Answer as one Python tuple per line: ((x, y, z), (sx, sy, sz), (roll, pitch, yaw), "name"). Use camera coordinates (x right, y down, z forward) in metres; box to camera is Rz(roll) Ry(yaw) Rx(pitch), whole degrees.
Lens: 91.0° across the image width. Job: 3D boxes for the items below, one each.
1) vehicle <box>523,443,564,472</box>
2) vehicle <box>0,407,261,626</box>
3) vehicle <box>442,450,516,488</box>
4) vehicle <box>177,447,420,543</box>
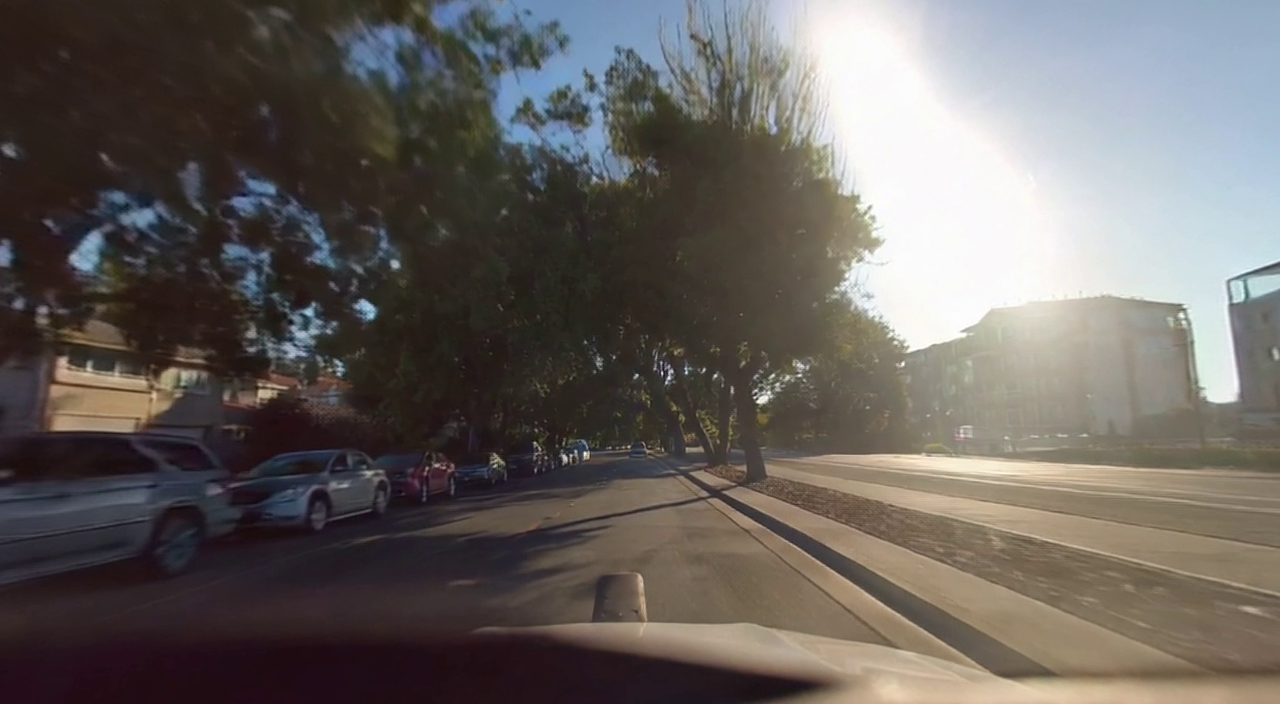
((-6.744, 7.461, 44.578), (2.249, 1.884, 4.784), (2, -9, -2), "vehicle")
((-6.441, 1.524, 6.277), (2.020, 1.842, 5.116), (1, -9, 1), "vehicle")
((-6.813, 4.976, 27.091), (2.056, 1.477, 4.318), (0, -9, -1), "vehicle")
((-6.490, 2.723, 12.895), (2.074, 1.502, 5.098), (0, -8, 1), "vehicle")
